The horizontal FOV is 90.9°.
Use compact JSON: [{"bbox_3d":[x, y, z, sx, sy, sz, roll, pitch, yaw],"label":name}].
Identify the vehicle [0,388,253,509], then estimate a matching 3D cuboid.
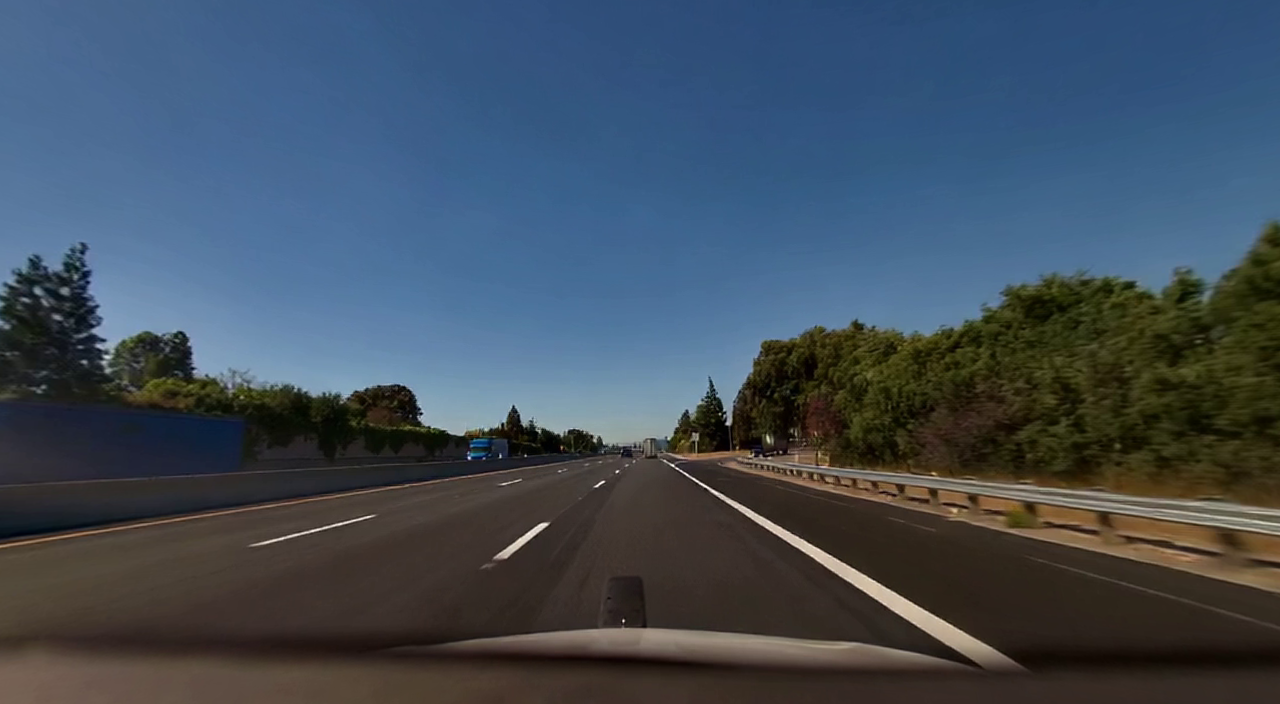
[{"bbox_3d":[-23.213,4.316,27.914,2.910,4.044,14.275,0,-9,1],"label":"vehicle"}]
